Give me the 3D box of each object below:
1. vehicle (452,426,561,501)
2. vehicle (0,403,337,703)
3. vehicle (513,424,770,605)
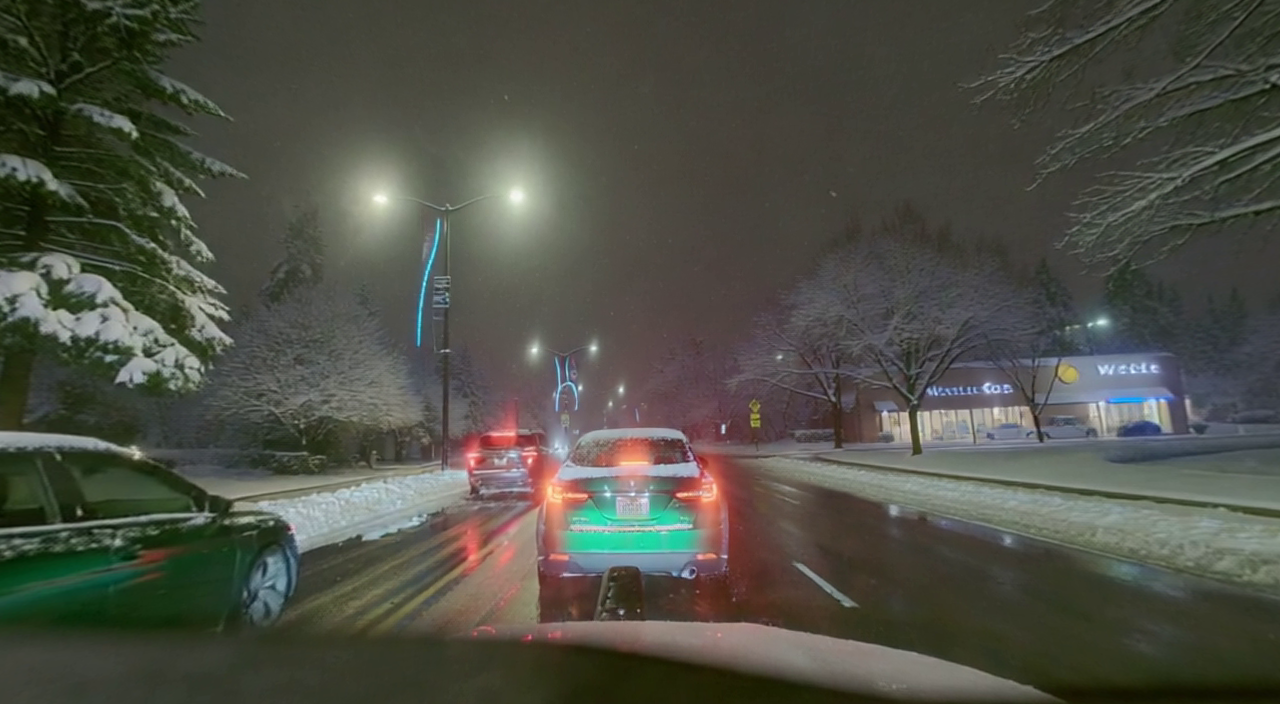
[{"bbox_3d":[-3.431,2.957,17.099,2.046,1.751,4.208,0,-8,-1],"label":"vehicle"},{"bbox_3d":[-3.490,1.020,2.933,1.961,1.487,4.453,0,-8,0],"label":"vehicle"},{"bbox_3d":[-0.048,1.640,7.290,2.126,1.475,3.967,0,-8,-2],"label":"vehicle"}]
